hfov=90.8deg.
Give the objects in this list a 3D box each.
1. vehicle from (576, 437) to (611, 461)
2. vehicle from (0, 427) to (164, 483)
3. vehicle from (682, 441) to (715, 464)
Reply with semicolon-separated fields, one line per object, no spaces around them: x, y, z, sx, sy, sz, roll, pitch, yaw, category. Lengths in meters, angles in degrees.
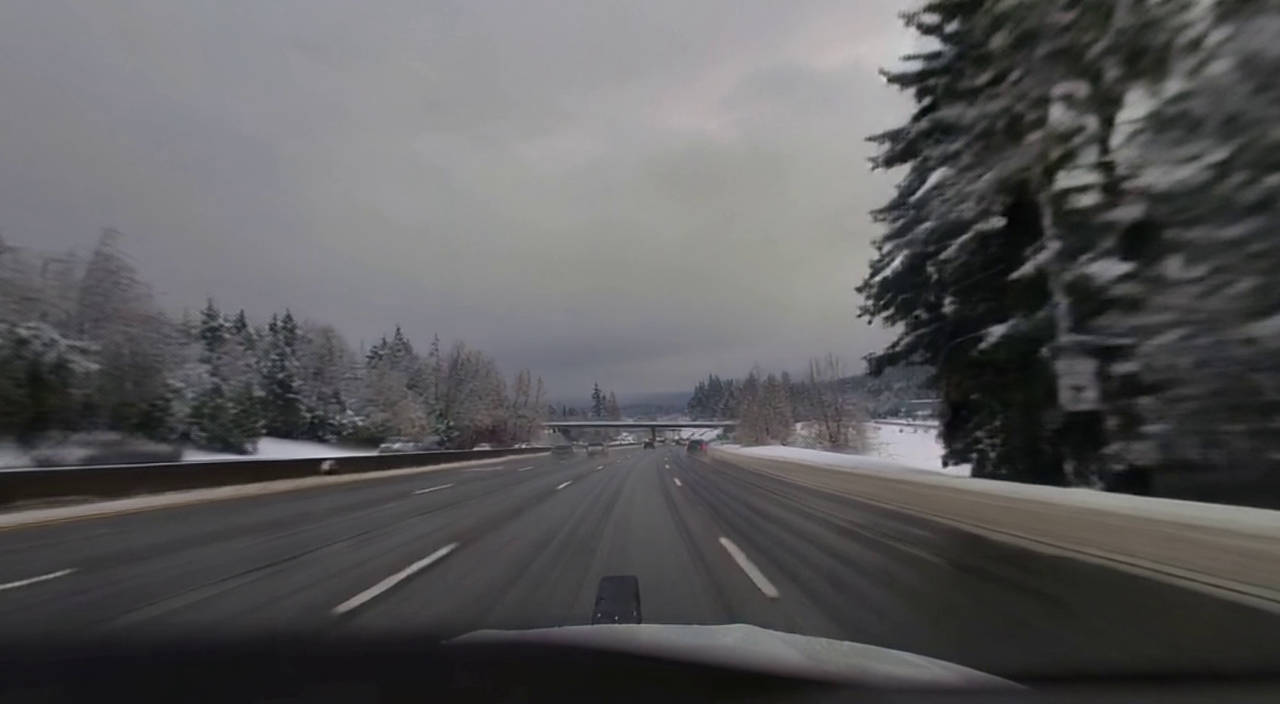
-3.473;7.385;48.143;2.179;1.693;4.204;0;-8;2;vehicle
-23.749;4.332;26.939;2.257;2.096;5.778;0;-8;1;vehicle
4.060;7.030;44.345;1.967;1.475;4.080;0;-8;1;vehicle
